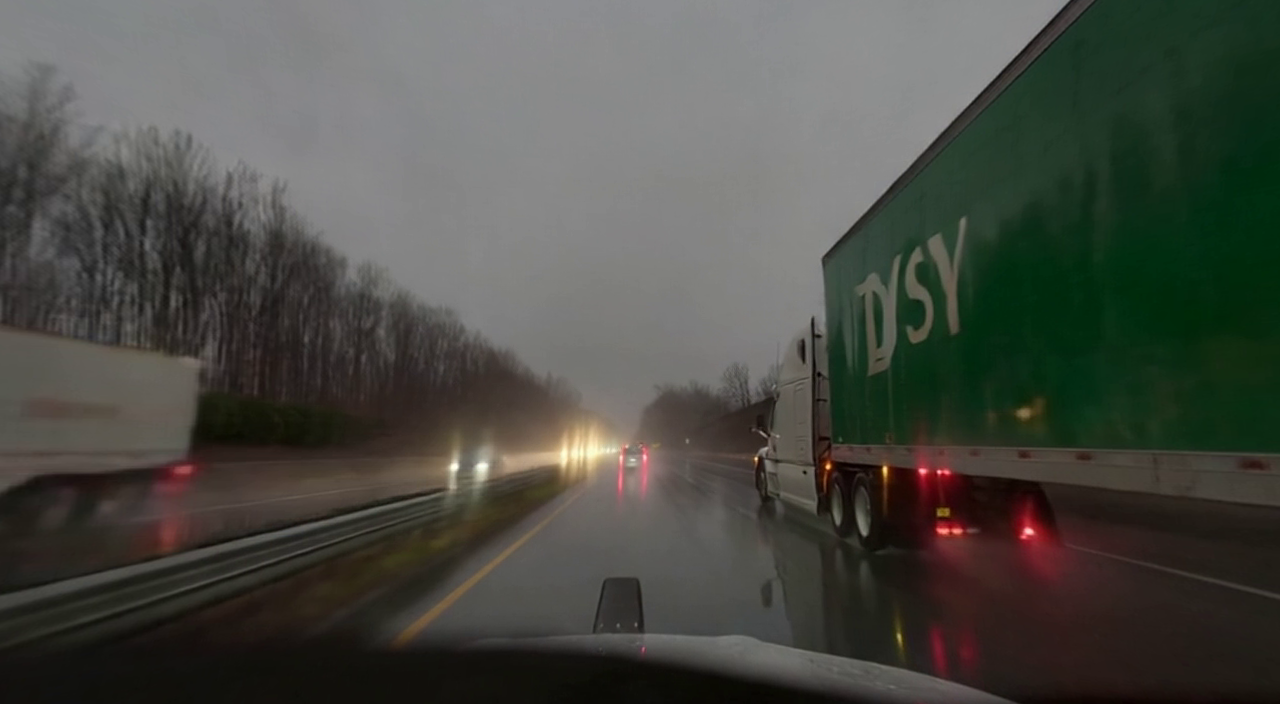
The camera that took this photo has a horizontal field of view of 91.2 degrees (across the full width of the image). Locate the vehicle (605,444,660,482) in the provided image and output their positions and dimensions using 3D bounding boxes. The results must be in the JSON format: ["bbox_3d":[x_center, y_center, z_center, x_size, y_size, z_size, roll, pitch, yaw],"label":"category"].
[{"bbox_3d":[-0.322,4.850,27.547,2.244,1.506,4.097,0,-9,-1],"label":"vehicle"}]

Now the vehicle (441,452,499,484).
[{"bbox_3d":[-8.381,5.733,31.258,1.811,1.474,3.931,-1,-9,0],"label":"vehicle"}]

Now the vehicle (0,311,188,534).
[{"bbox_3d":[-13.245,0.951,9.306,2.948,4.058,13.770,-1,-9,-1],"label":"vehicle"}]

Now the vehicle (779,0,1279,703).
[{"bbox_3d":[4.464,-0.056,4.884,3.317,4.020,14.141,0,-9,-1],"label":"vehicle"}]
